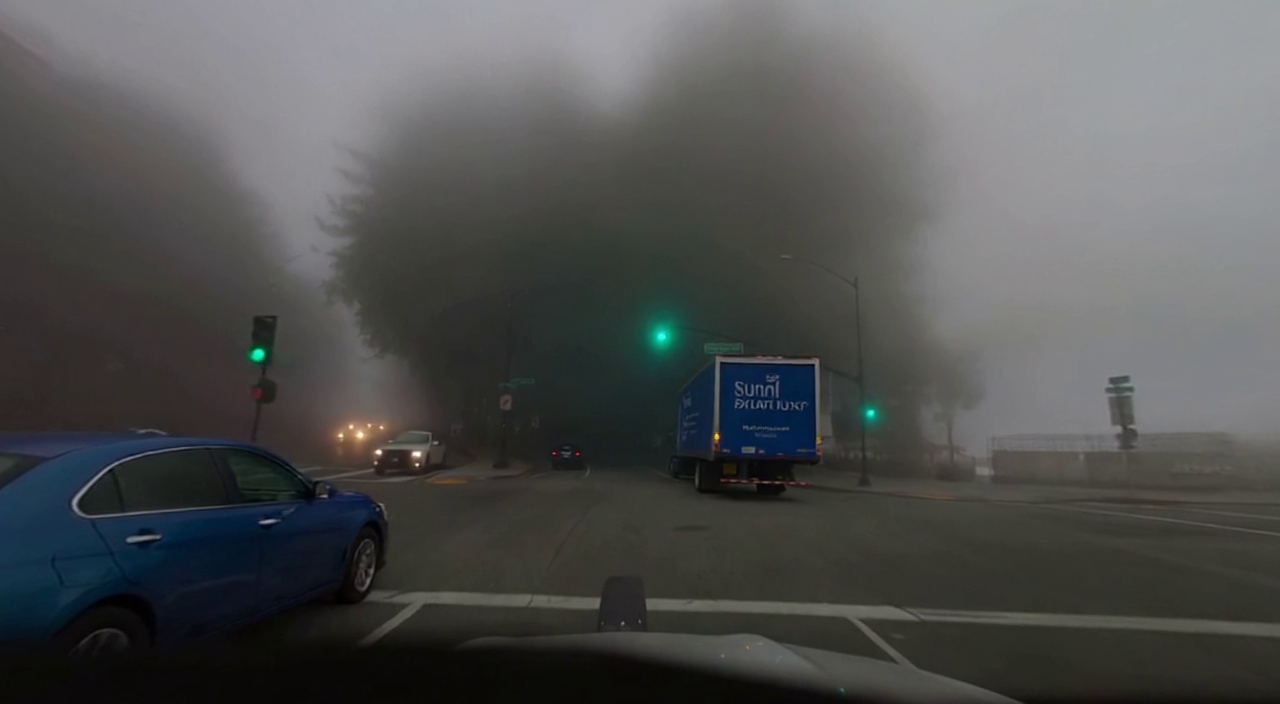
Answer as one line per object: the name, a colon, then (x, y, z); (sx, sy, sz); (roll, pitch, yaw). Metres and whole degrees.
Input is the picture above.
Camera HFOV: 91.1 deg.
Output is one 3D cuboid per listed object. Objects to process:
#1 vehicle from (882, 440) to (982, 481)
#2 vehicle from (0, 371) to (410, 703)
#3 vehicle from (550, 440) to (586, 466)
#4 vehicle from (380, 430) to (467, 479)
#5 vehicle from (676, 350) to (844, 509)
vehicle: (17.454, 6.439, 37.474); (5.948, 2.233, 2.406); (6, -11, -31)
vehicle: (-3.000, 1.018, 3.329); (1.828, 1.515, 4.422); (0, -9, 1)
vehicle: (-5.275, 7.464, 46.560); (2.388, 1.811, 4.455); (1, -9, -4)
vehicle: (-8.998, 4.319, 26.583); (2.374, 1.863, 4.751); (1, -9, -6)
vehicle: (3.004, 2.402, 18.765); (2.905, 3.644, 8.441); (0, -9, -3)
